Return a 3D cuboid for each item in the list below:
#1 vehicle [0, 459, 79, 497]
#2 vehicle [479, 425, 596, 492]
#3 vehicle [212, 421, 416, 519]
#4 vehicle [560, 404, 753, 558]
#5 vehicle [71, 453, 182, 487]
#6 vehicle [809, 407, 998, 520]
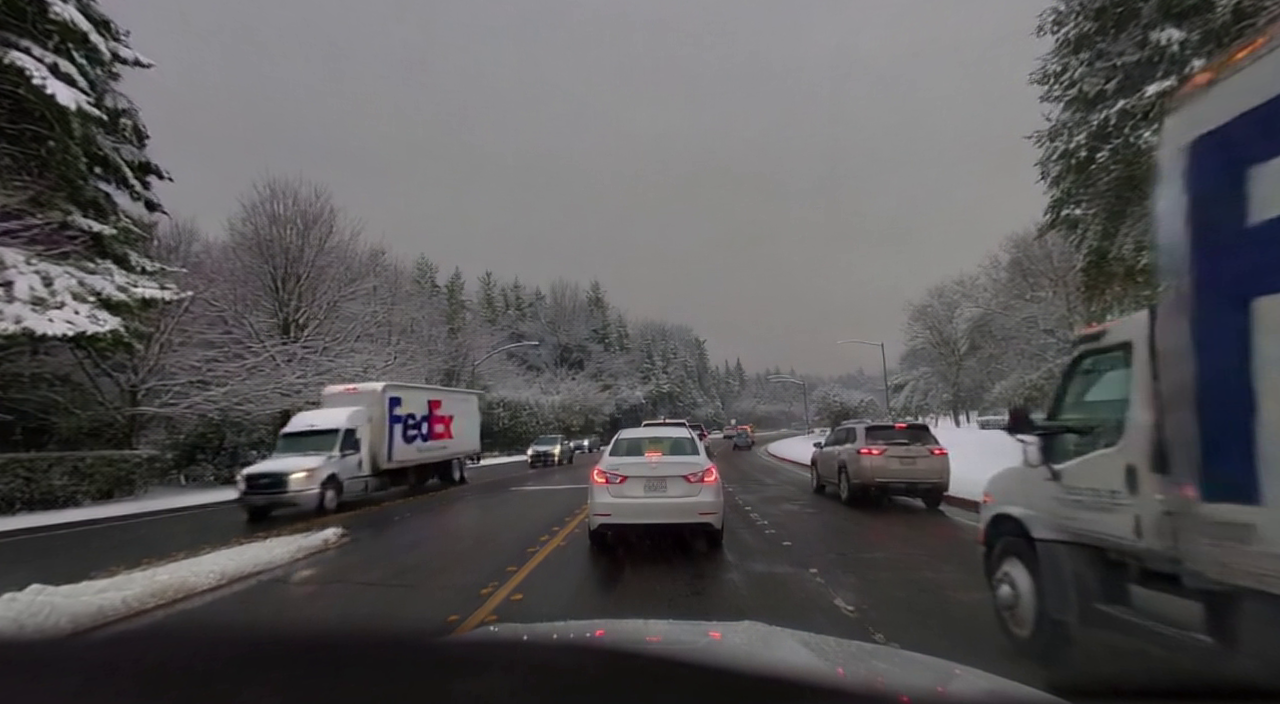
[{"bbox_3d":[-27.363,5.575,27.579,4.272,1.438,1.801,-5,-9,8],"label":"vehicle"},{"bbox_3d":[-2.949,3.228,19.480,2.057,1.786,4.725,-2,-8,11],"label":"vehicle"},{"bbox_3d":[-7.072,2.596,14.387,2.051,1.843,4.469,-1,-8,4],"label":"vehicle"},{"bbox_3d":[0.212,1.748,9.204,2.154,1.710,4.128,-1,-8,1],"label":"vehicle"},{"bbox_3d":[-26.765,6.149,32.956,4.256,1.633,1.940,-1,-8,7],"label":"vehicle"},{"bbox_3d":[5.098,2.223,13.098,2.059,1.864,4.700,1,-8,2],"label":"vehicle"}]
